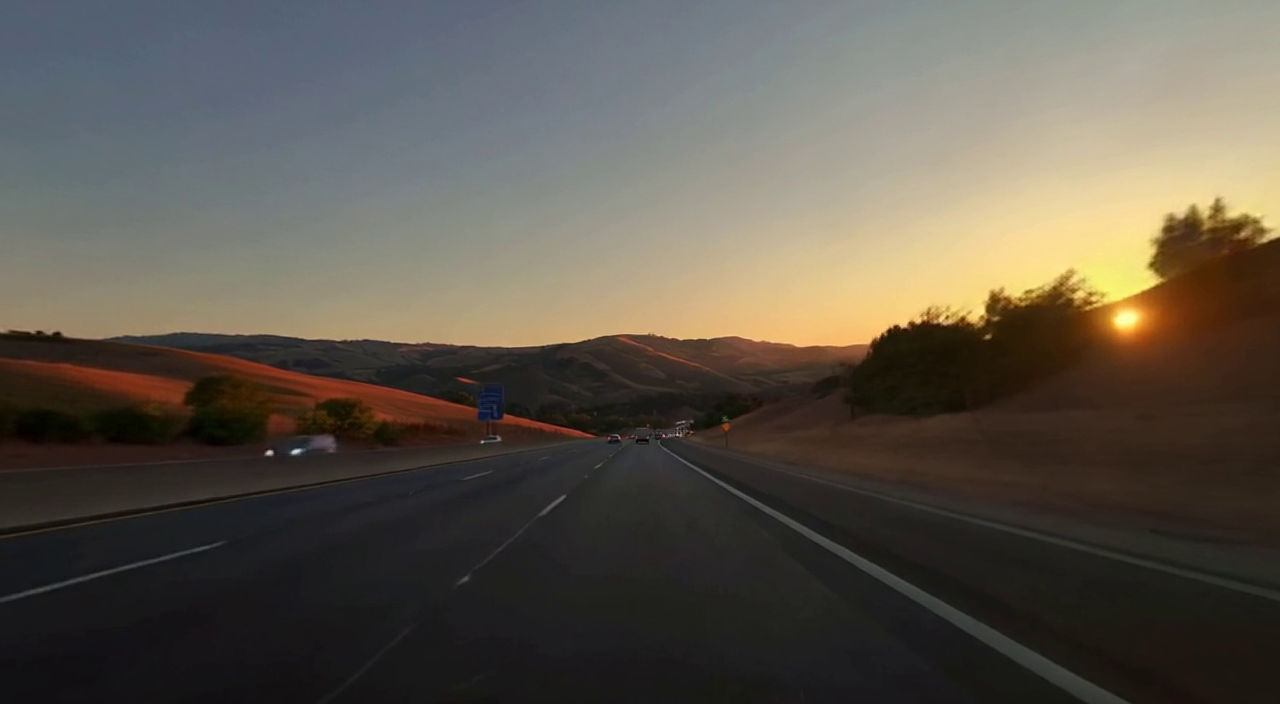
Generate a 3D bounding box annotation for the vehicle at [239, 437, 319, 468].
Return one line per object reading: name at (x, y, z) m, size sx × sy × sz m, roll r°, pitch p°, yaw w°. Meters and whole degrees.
vehicle at (-19.524, 5.433, 34.231) m, size 1.841 × 1.539 × 4.319 m, roll 0°, pitch -8°, yaw 0°
